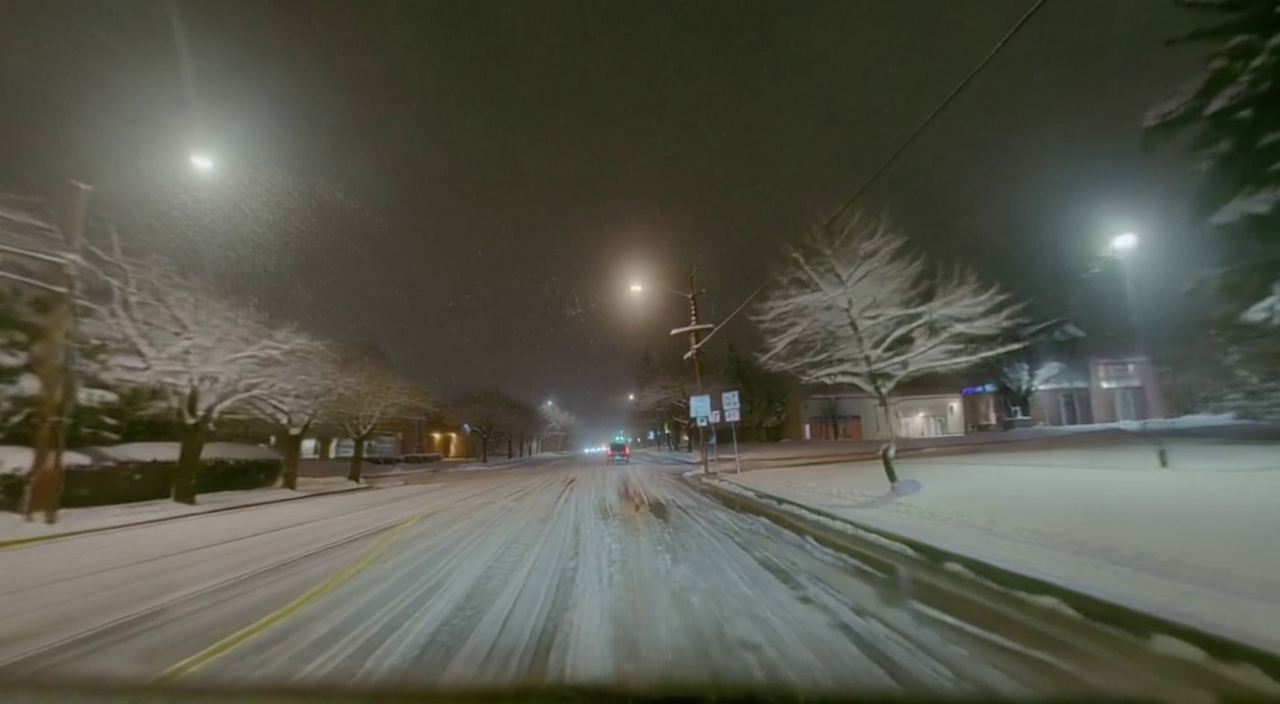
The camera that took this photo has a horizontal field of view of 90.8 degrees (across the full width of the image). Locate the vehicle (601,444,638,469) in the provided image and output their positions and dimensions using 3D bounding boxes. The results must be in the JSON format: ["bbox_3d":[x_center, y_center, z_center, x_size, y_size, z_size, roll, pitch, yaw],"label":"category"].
[{"bbox_3d":[-1.312,6.375,38.723,2.131,1.474,4.146,0,-8,-3],"label":"vehicle"}]
